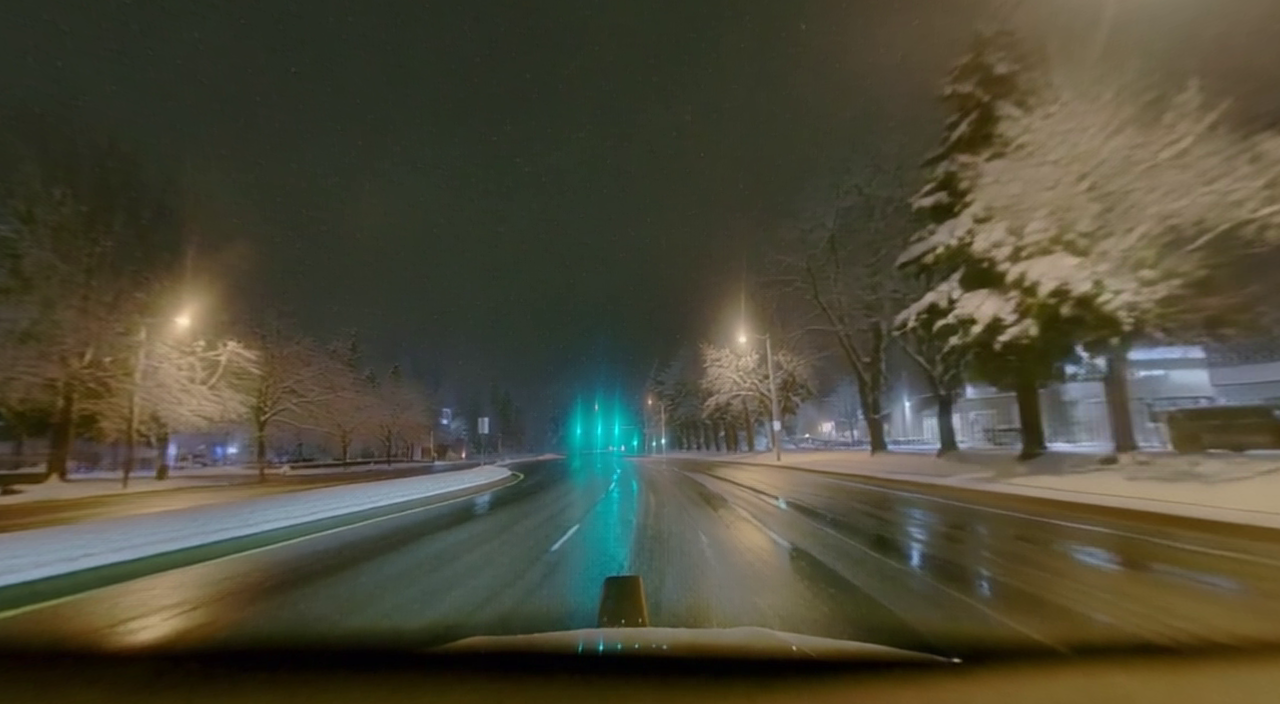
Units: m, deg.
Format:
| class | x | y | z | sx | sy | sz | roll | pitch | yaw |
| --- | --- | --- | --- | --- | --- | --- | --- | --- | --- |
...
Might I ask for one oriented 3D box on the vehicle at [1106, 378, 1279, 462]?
| class | x | y | z | sx | sy | sz | roll | pitch | yaw |
| --- | --- | --- | --- | --- | --- | --- | --- | --- | --- |
| vehicle | 24.069 | 2.874 | 25.992 | 7.144 | 3.248 | 2.873 | 0 | -9 | -1 |
